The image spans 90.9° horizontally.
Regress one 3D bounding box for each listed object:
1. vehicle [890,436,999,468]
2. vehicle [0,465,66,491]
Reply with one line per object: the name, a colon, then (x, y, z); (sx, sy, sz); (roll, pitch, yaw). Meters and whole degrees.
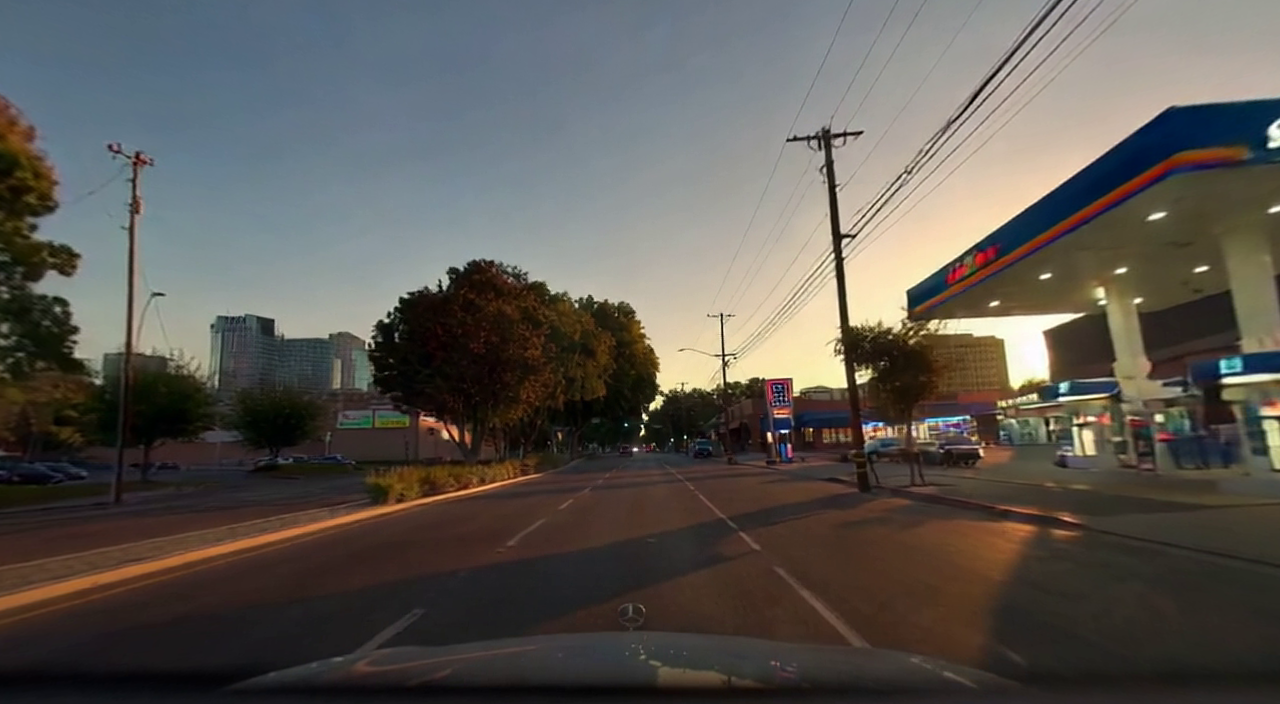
vehicle: (15.318, 5.047, 31.804); (4.510, 1.517, 2.035); (2, -9, -12)
vehicle: (-39.319, 7.945, 39.873); (1.784, 1.385, 4.365); (0, -8, 0)
